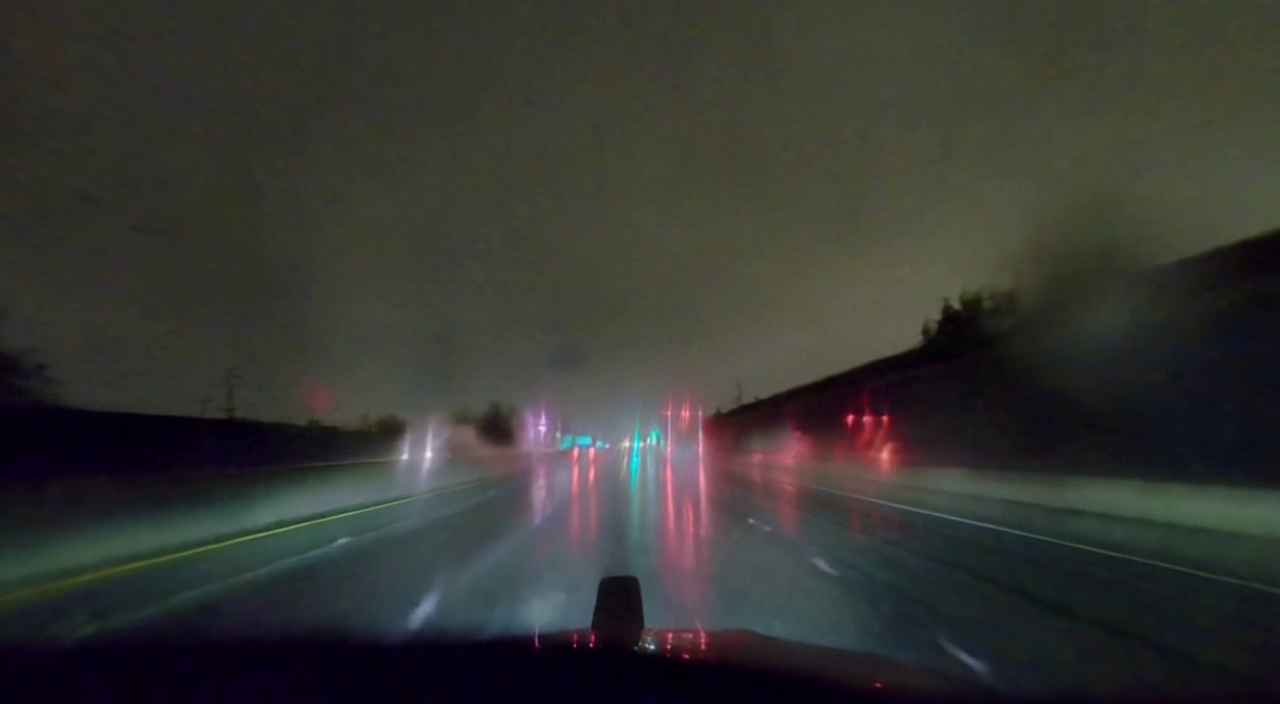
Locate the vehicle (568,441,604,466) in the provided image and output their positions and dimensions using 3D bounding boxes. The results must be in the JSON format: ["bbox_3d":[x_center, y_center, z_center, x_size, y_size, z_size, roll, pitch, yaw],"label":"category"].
[{"bbox_3d":[-3.552,6.744,41.896,2.100,1.525,4.179,0,-9,-1],"label":"vehicle"}]
